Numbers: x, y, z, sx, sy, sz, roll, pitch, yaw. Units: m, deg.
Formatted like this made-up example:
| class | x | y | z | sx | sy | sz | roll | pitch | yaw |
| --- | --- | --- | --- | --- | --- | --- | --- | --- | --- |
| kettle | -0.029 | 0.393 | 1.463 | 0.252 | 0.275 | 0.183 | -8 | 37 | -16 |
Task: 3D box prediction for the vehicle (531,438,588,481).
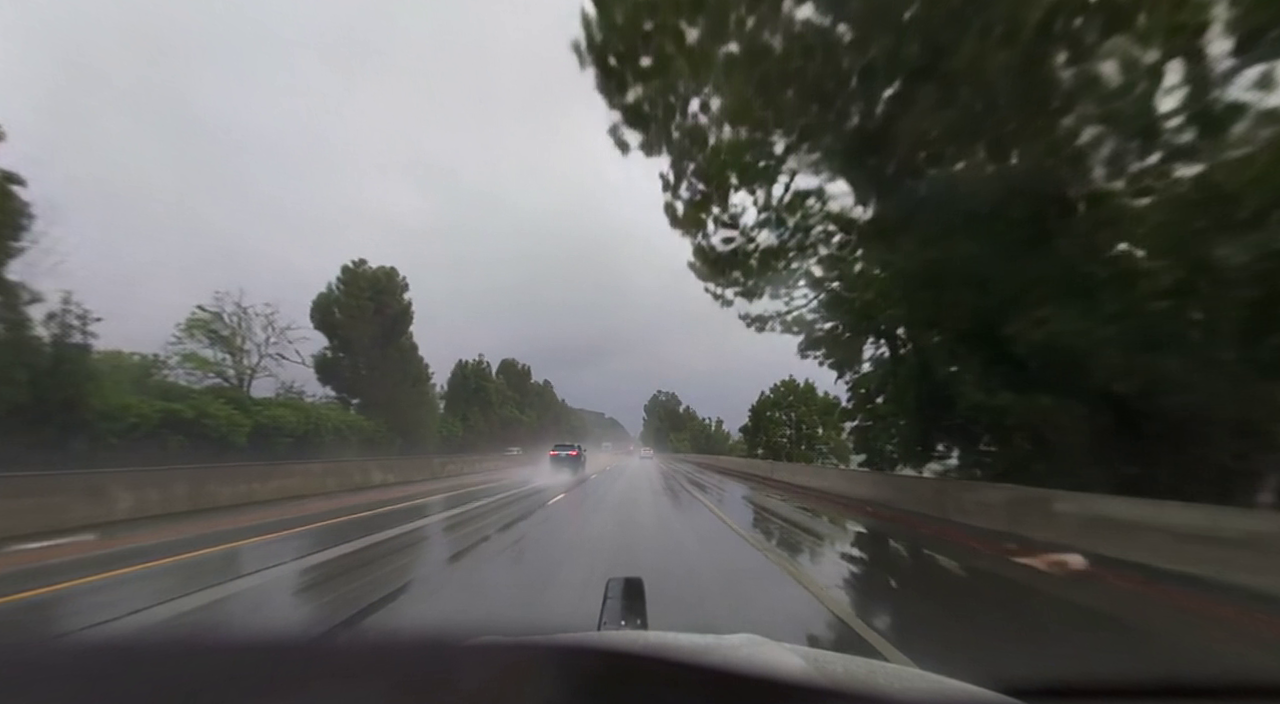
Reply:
| class | x | y | z | sx | sy | sz | roll | pitch | yaw |
| --- | --- | --- | --- | --- | --- | --- | --- | --- | --- |
| vehicle | -3.689 | 5.025 | 29.650 | 2.056 | 1.811 | 4.202 | 0 | -9 | 1 |
